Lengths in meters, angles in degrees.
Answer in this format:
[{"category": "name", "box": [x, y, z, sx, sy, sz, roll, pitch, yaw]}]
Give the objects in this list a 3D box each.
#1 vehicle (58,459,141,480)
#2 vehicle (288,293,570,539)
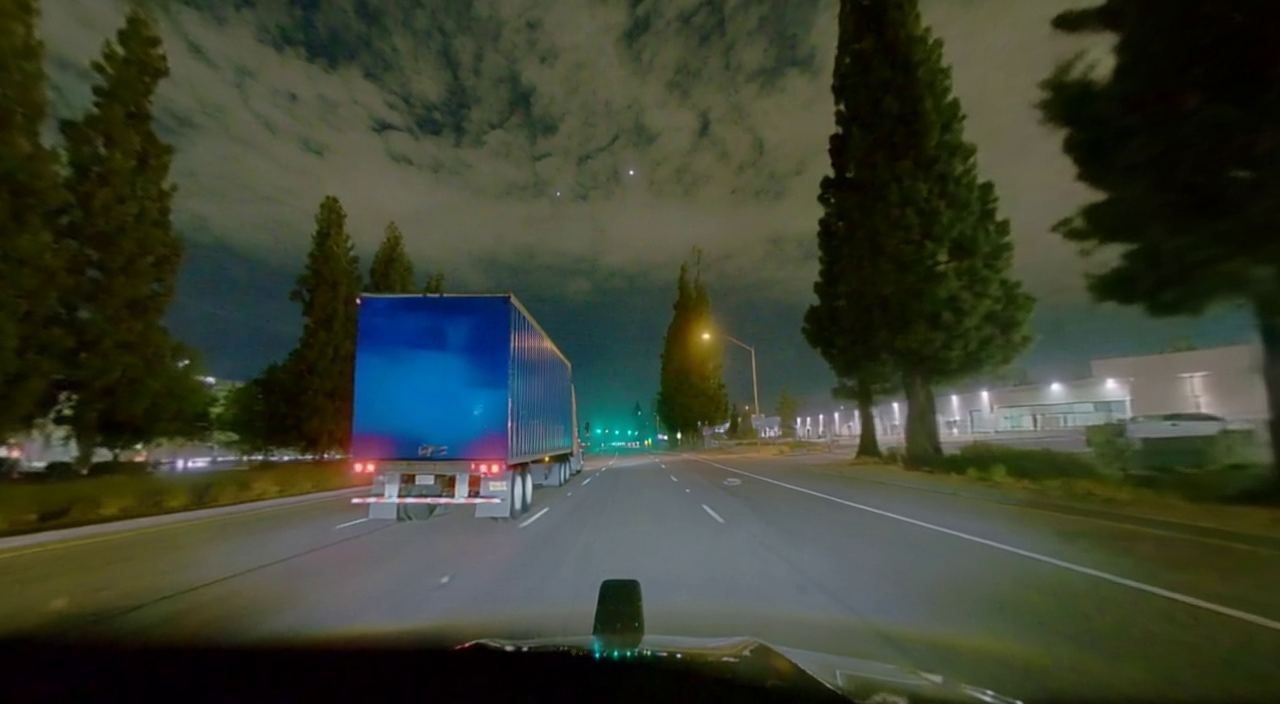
[{"category": "vehicle", "box": [-42.083, 9.141, 49.212, 4.562, 1.524, 1.985, 0, -8, -1]}, {"category": "vehicle", "box": [-3.363, 1.446, 13.009, 2.910, 3.419, 8.376, 0, -8, 0]}]
